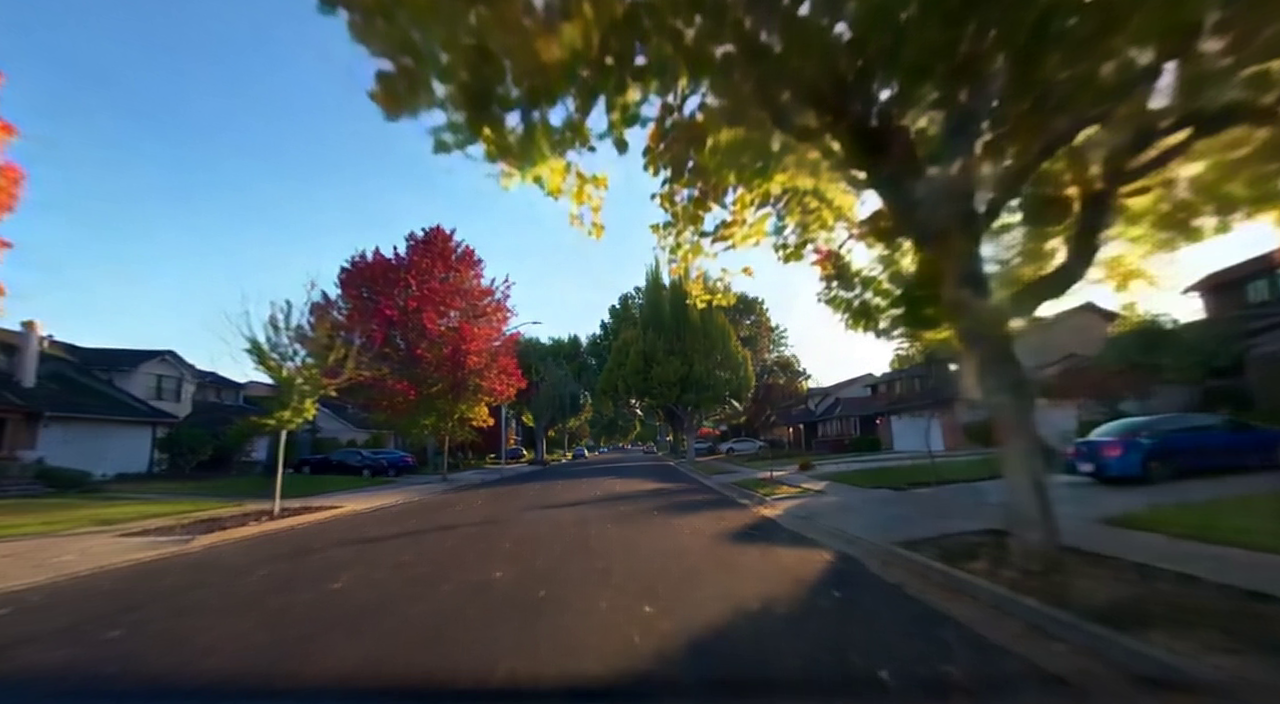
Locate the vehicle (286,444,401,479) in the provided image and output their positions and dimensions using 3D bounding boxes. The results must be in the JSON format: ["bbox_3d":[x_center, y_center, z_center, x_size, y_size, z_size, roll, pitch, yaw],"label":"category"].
[{"bbox_3d":[-15.261,5.653,32.712,4.830,1.725,2.116,0,-8,2],"label":"vehicle"}]

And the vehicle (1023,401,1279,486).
[{"bbox_3d":[10.244,1.754,12.145,4.422,1.488,2.013,0,-8,0],"label":"vehicle"}]
